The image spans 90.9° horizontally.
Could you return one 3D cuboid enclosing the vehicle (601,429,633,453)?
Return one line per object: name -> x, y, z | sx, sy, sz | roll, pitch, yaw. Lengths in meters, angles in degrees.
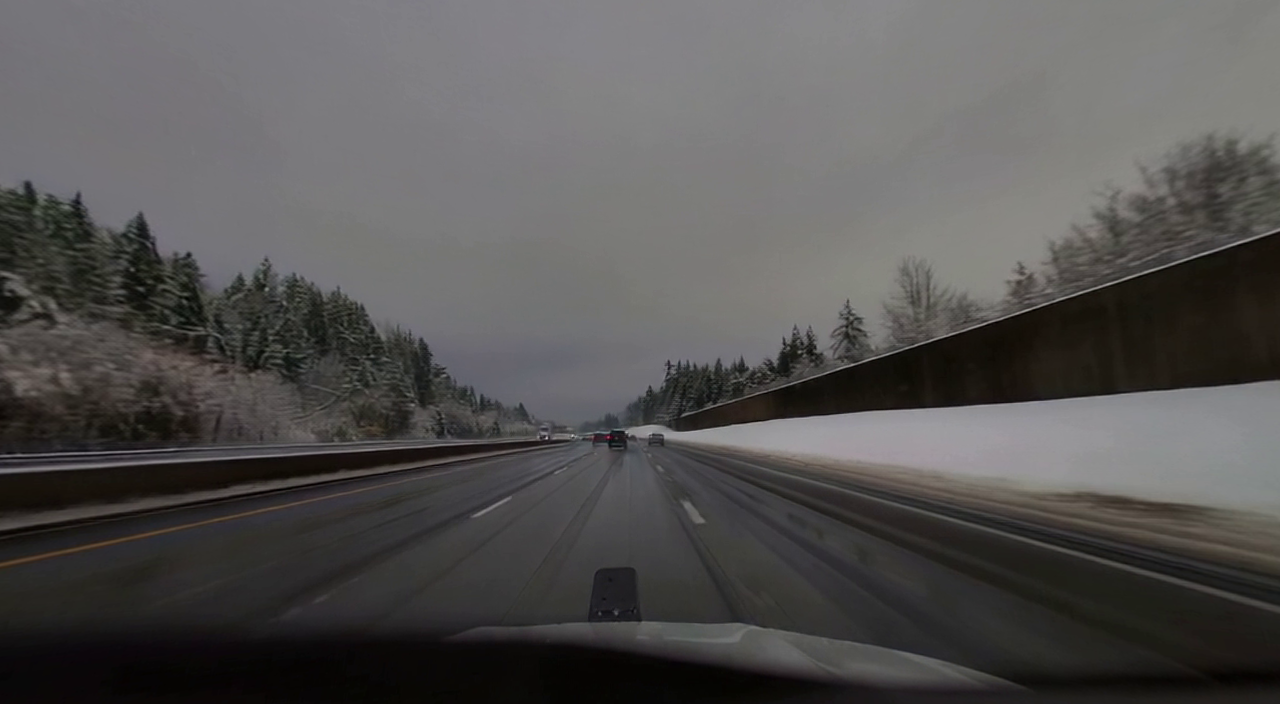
vehicle -> -1.760, 7.000, 49.709 | 2.306, 1.730, 4.606 | 0, -8, 0
